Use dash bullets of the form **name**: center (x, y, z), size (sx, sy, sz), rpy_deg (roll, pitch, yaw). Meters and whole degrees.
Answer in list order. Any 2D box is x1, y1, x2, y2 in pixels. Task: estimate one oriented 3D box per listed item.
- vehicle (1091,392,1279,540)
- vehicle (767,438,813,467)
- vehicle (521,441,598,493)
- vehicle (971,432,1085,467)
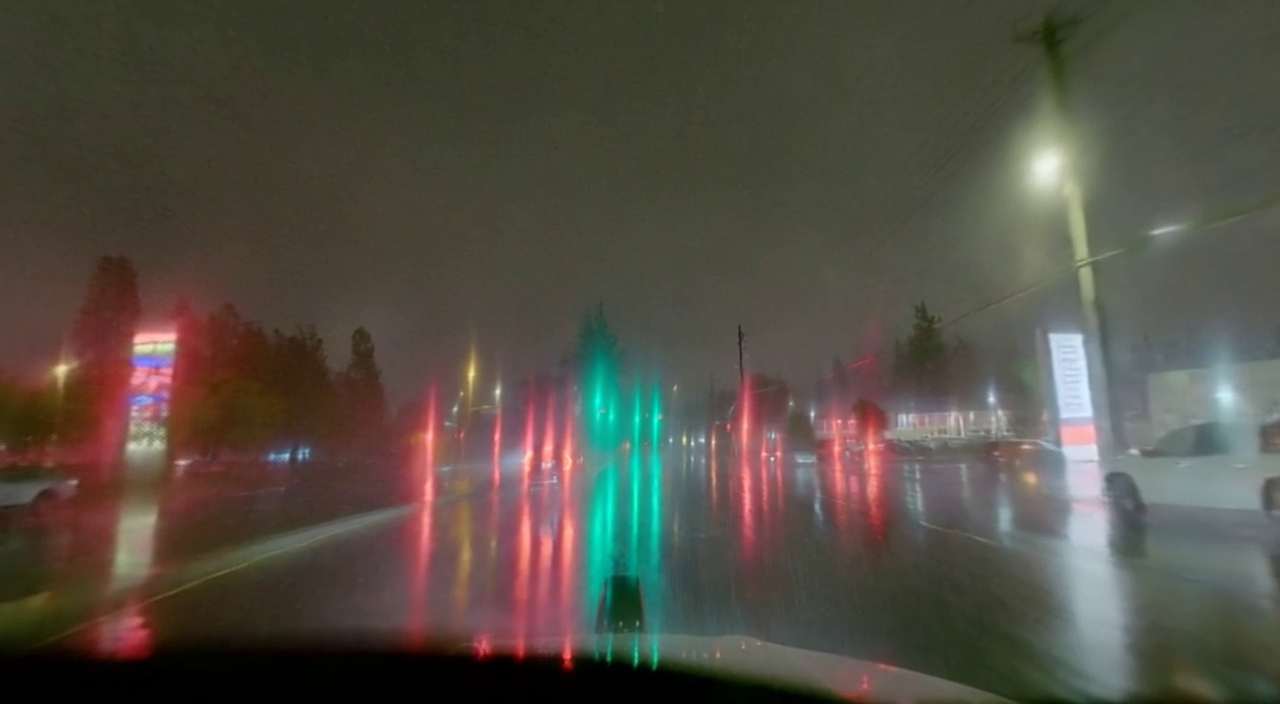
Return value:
- **vehicle**: center (10.355, 1.753, 9.878), size (2.266, 2.118, 5.742), rpy_deg (0, -8, -1)
- **vehicle**: center (10.356, 6.973, 43.920), size (1.998, 1.862, 4.658), rpy_deg (0, -8, 0)
- **vehicle**: center (-2.464, 3.638, 20.318), size (2.185, 1.473, 3.925), rpy_deg (0, -8, -3)
- **vehicle**: center (19.986, 5.030, 32.651), size (4.729, 1.706, 1.922), rpy_deg (-7, -11, 37)
